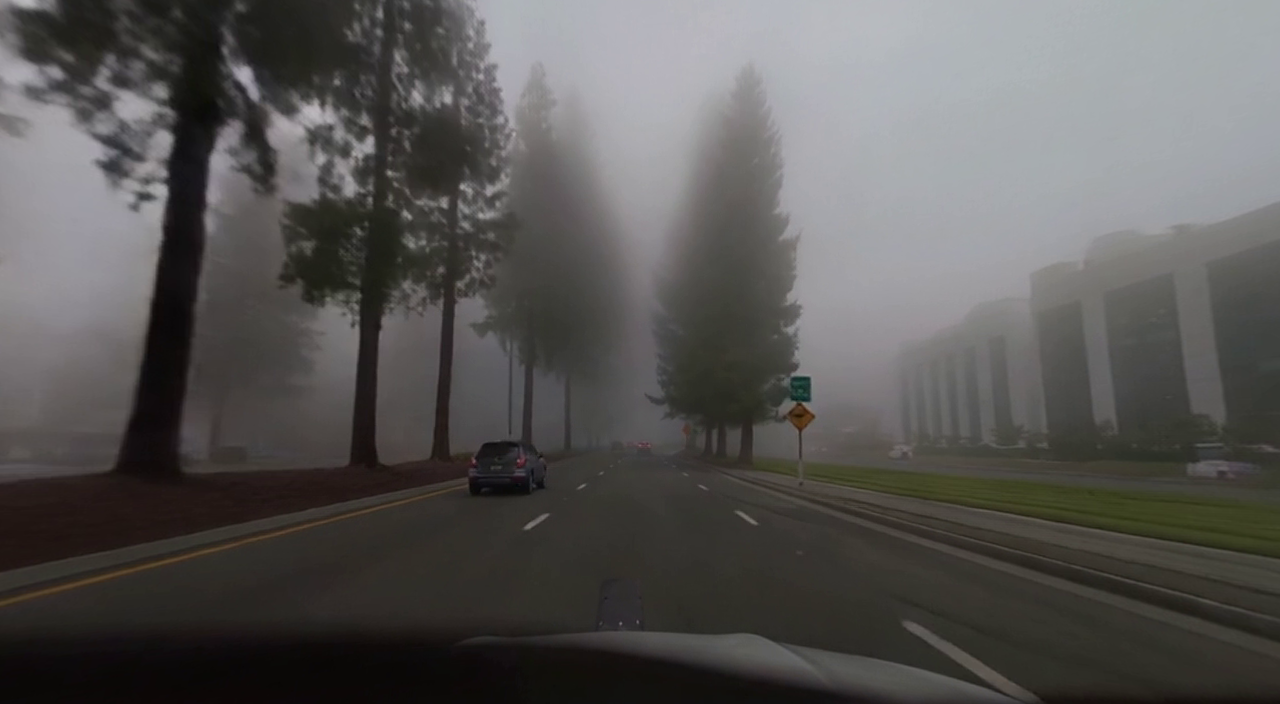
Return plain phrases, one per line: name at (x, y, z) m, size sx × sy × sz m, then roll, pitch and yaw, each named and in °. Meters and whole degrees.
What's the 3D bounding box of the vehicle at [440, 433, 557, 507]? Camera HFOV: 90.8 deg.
vehicle at (-3.364, 2.898, 15.924) m, size 1.942 × 1.588 × 4.172 m, roll 0°, pitch -9°, yaw 1°
